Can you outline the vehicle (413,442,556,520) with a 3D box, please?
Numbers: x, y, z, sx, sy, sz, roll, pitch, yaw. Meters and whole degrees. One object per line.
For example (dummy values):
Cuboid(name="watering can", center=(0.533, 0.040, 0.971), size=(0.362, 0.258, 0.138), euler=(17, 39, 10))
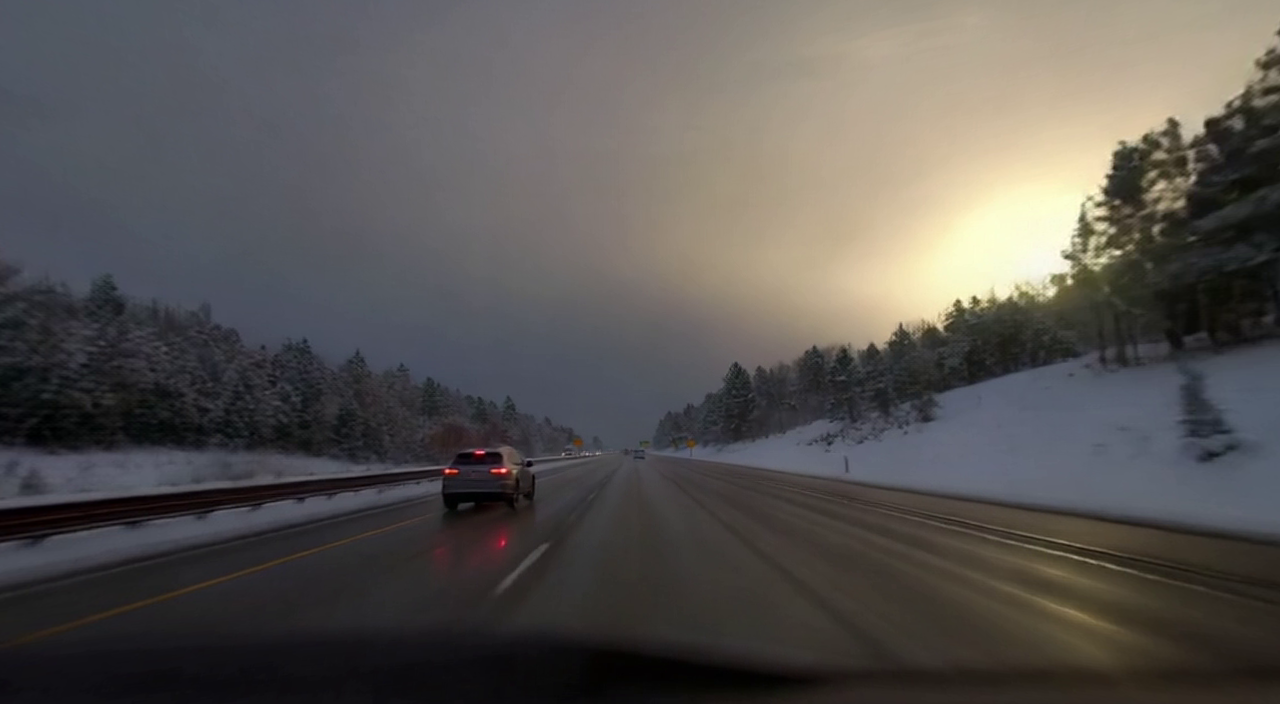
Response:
Cuboid(name="vehicle", center=(-3.318, 2.875, 14.547), size=(2.054, 1.475, 4.708), euler=(0, -9, 0))
